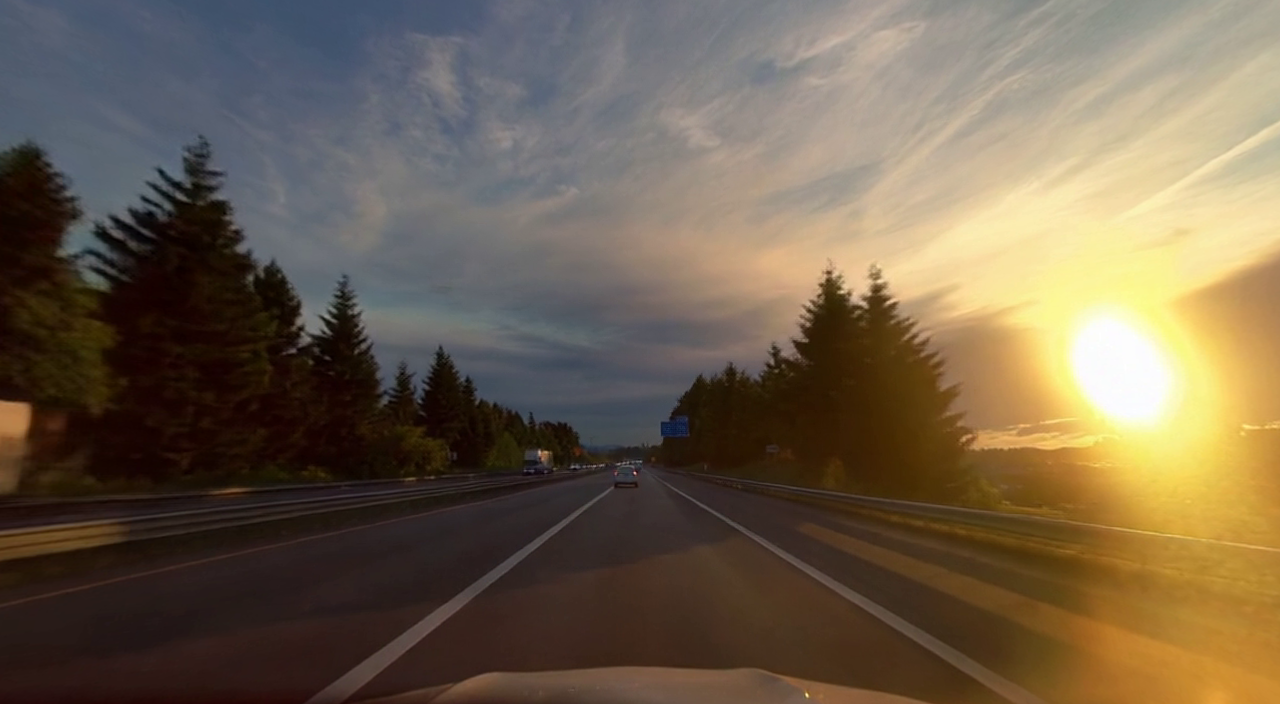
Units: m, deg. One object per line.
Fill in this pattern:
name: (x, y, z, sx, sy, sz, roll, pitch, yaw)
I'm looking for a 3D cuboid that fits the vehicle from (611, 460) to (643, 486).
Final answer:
vehicle: (-0.861, 8.399, 43.794, 2.104, 1.655, 4.039, 1, -10, 0)
